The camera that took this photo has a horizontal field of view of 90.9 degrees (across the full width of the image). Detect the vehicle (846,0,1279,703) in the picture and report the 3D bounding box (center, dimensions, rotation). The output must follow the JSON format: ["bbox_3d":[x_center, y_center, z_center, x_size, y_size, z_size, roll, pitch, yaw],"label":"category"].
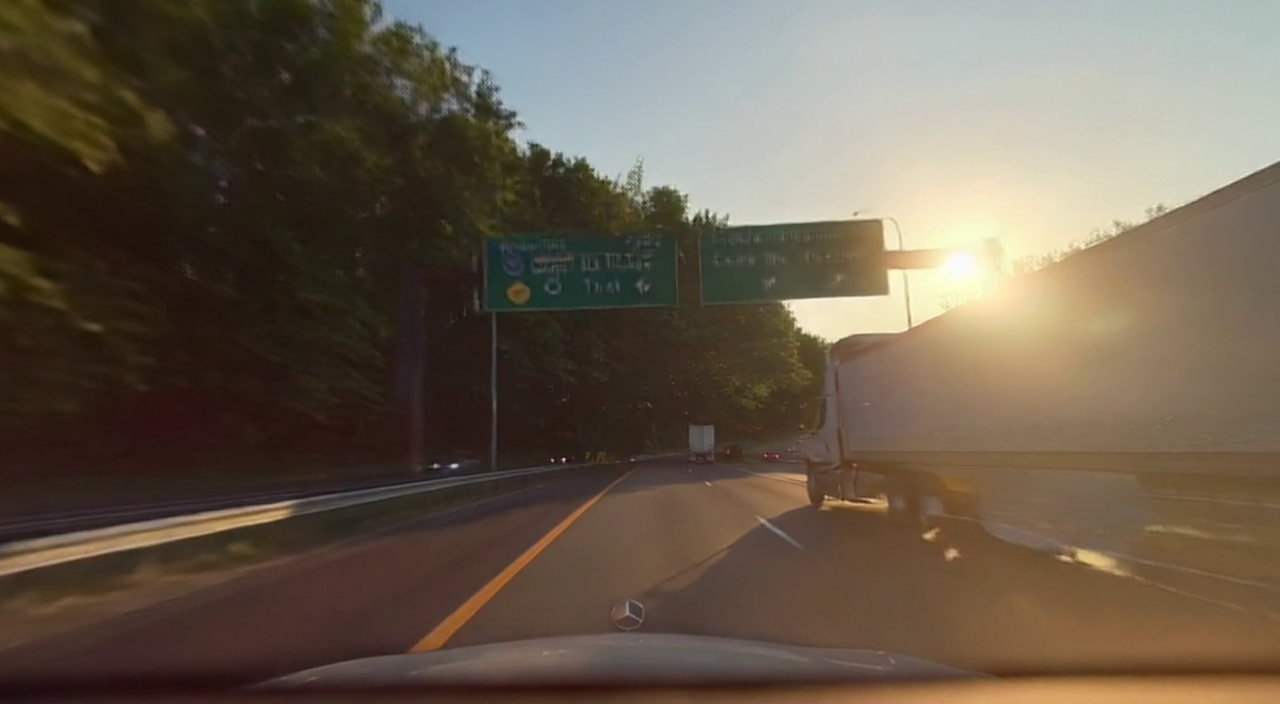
[{"bbox_3d":[4.483,-0.352,2.397,2.859,3.984,14.045,0,-9,1],"label":"vehicle"}]

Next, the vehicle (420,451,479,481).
[{"bbox_3d":[-10.901,6.544,36.396,1.943,1.620,4.182,-1,-9,2],"label":"vehicle"}]
